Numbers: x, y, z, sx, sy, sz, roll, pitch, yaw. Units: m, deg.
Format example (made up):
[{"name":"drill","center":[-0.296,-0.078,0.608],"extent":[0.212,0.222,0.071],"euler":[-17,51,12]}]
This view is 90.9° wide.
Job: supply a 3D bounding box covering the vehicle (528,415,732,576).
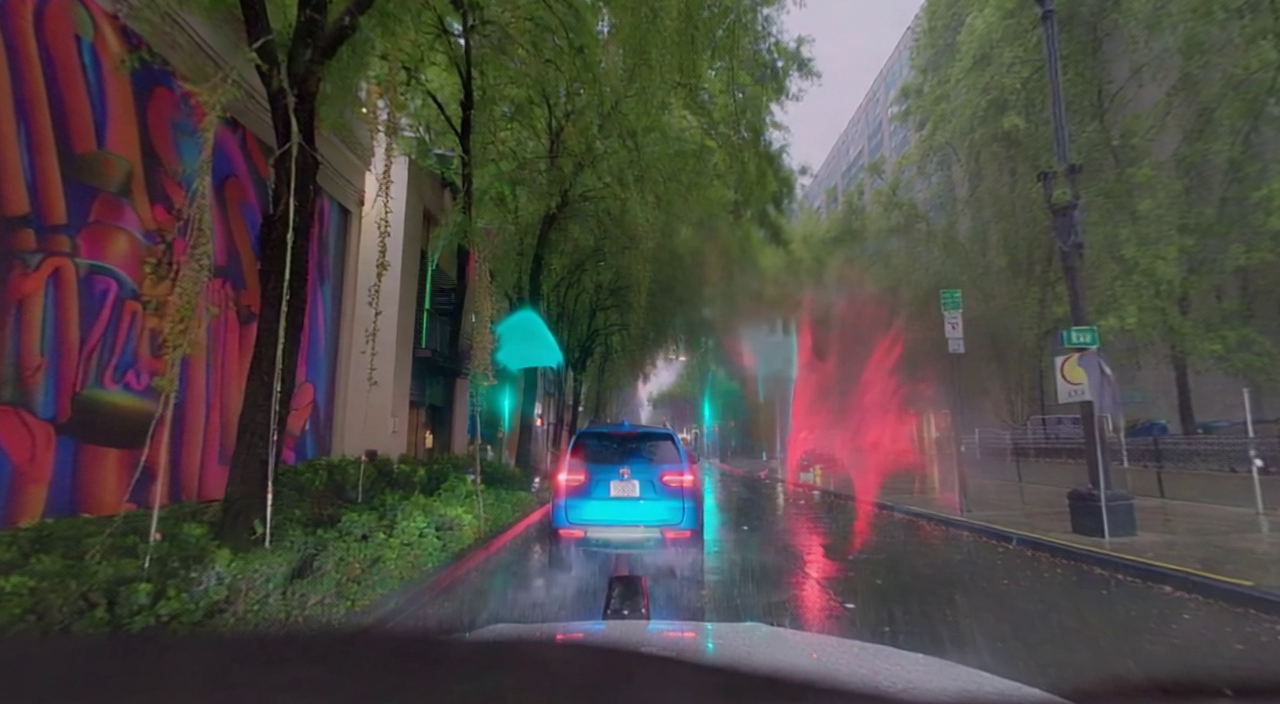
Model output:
[{"name":"vehicle","center":[-0.128,1.760,8.448],"extent":[2.079,1.621,3.861],"euler":[0,-8,-1]}]
